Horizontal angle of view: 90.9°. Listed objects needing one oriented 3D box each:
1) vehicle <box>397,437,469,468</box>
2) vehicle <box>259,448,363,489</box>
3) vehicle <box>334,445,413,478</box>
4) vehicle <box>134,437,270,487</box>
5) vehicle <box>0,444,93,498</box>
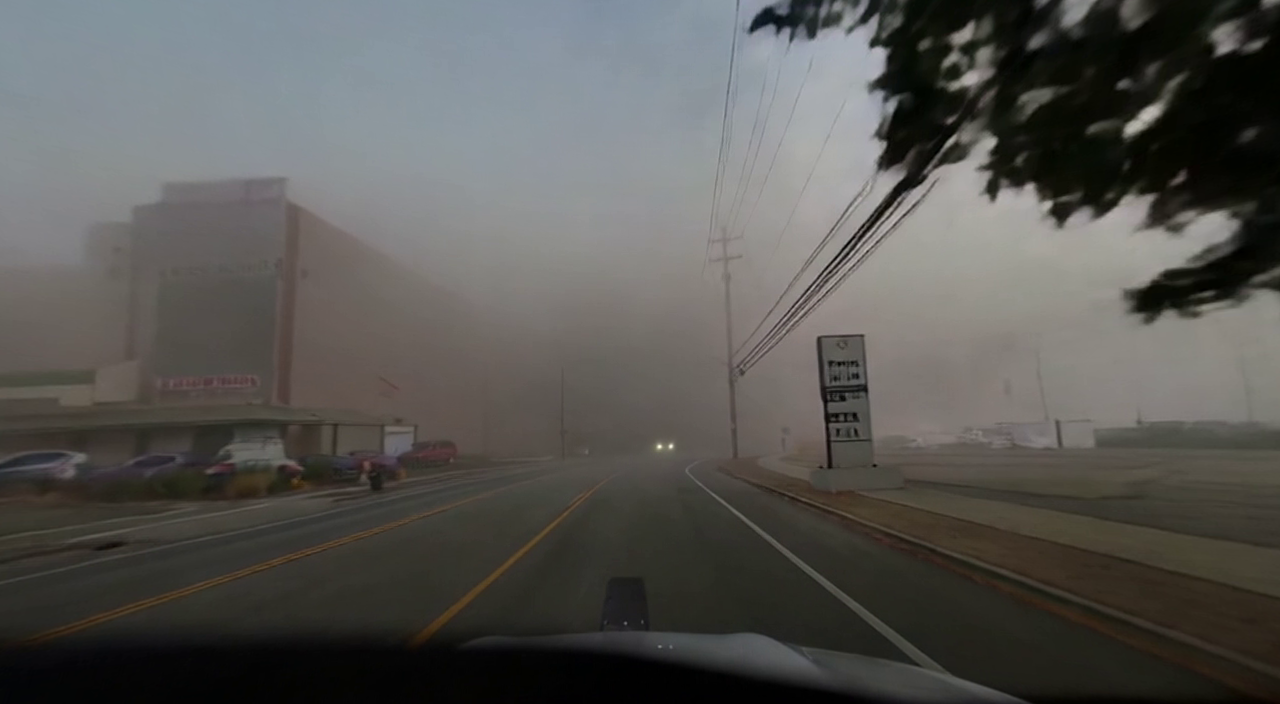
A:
[{"bbox_3d":[-15.173,7.484,46.733,2.502,2.113,6.488,-1,-9,6],"label":"vehicle"},{"bbox_3d":[-14.317,5.056,27.762,2.122,1.440,4.601,-4,-8,0],"label":"vehicle"},{"bbox_3d":[-13.945,5.715,33.305,2.070,1.577,4.652,0,-8,1],"label":"vehicle"},{"bbox_3d":[-19.542,4.909,28.569,2.099,2.038,5.624,0,-8,0],"label":"vehicle"},{"bbox_3d":[-23.414,4.496,23.579,5.135,1.765,2.062,-6,-8,19],"label":"vehicle"}]
